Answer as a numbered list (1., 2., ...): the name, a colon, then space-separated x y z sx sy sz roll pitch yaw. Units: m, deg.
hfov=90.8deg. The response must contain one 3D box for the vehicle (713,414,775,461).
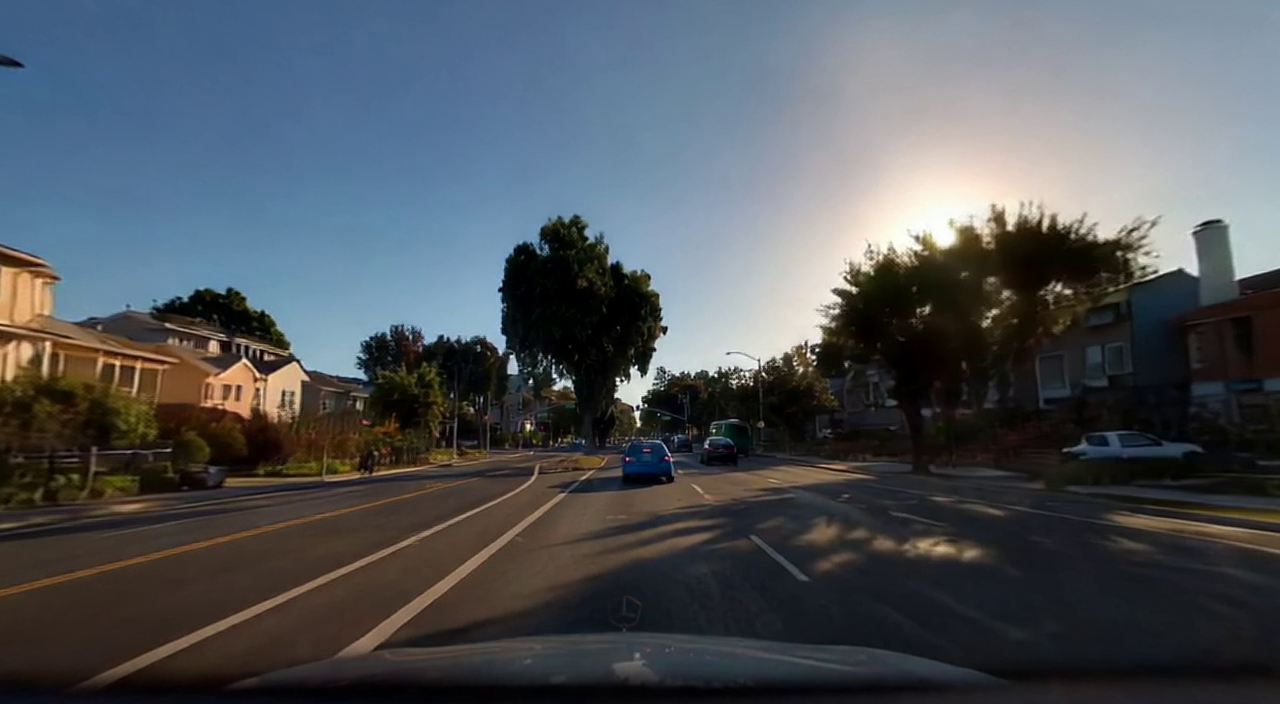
1. vehicle: 7.871 6.781 49.547 2.940 3.202 12.480 0 -9 1

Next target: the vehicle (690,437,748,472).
1. vehicle: 3.581 4.758 29.480 2.161 1.519 4.568 0 -9 0

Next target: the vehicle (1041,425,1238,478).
1. vehicle: 15.228 3.057 19.450 4.456 1.520 1.911 0 -9 -2

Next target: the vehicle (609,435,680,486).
1. vehicle: 0.129 3.507 20.684 2.093 1.497 4.010 0 -9 0
